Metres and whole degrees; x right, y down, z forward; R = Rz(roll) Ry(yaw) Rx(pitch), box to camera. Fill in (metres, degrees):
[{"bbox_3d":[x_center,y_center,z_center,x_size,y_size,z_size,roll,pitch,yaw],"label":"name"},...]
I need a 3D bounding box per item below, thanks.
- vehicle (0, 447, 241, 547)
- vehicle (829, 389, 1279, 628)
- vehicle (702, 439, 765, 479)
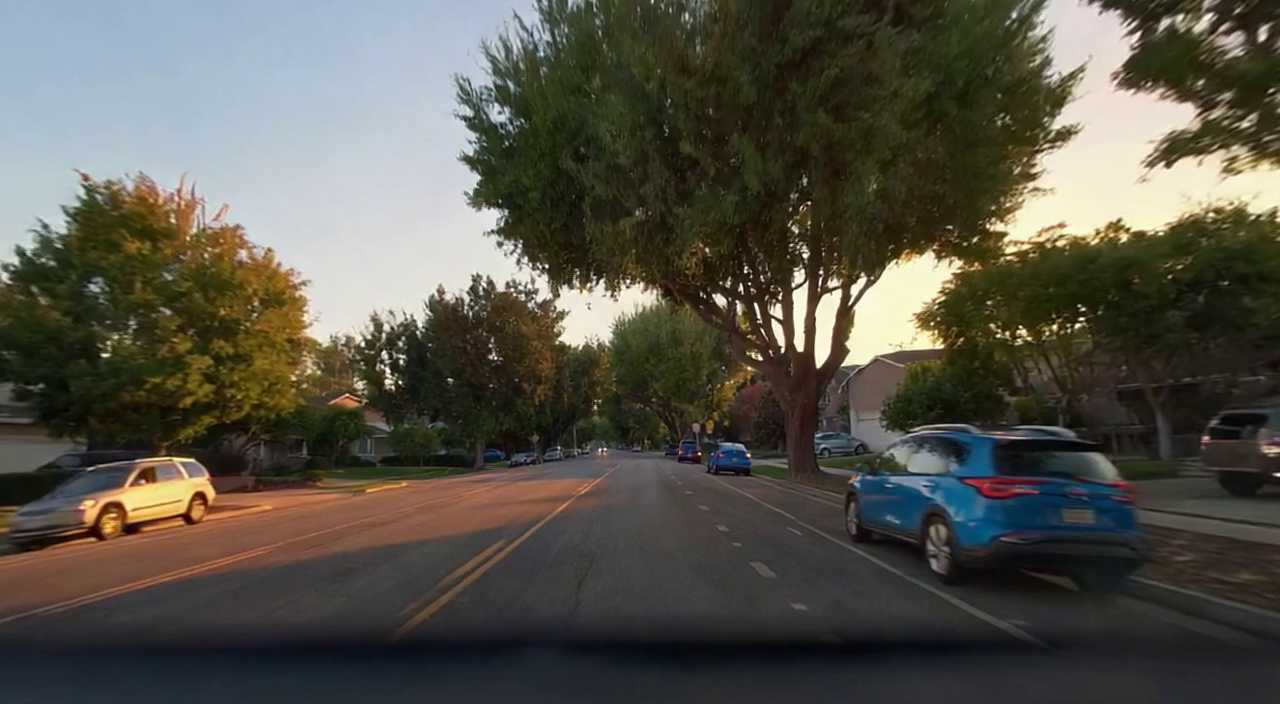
[{"bbox_3d":[-11.232,3.018,13.911,2.077,1.822,4.305,0,-8,-1],"label":"vehicle"},{"bbox_3d":[4.024,1.565,7.341,2.139,1.827,4.791,0,-9,0],"label":"vehicle"},{"bbox_3d":[4.175,4.885,29.118,2.173,1.656,4.514,0,-8,-1],"label":"vehicle"}]
